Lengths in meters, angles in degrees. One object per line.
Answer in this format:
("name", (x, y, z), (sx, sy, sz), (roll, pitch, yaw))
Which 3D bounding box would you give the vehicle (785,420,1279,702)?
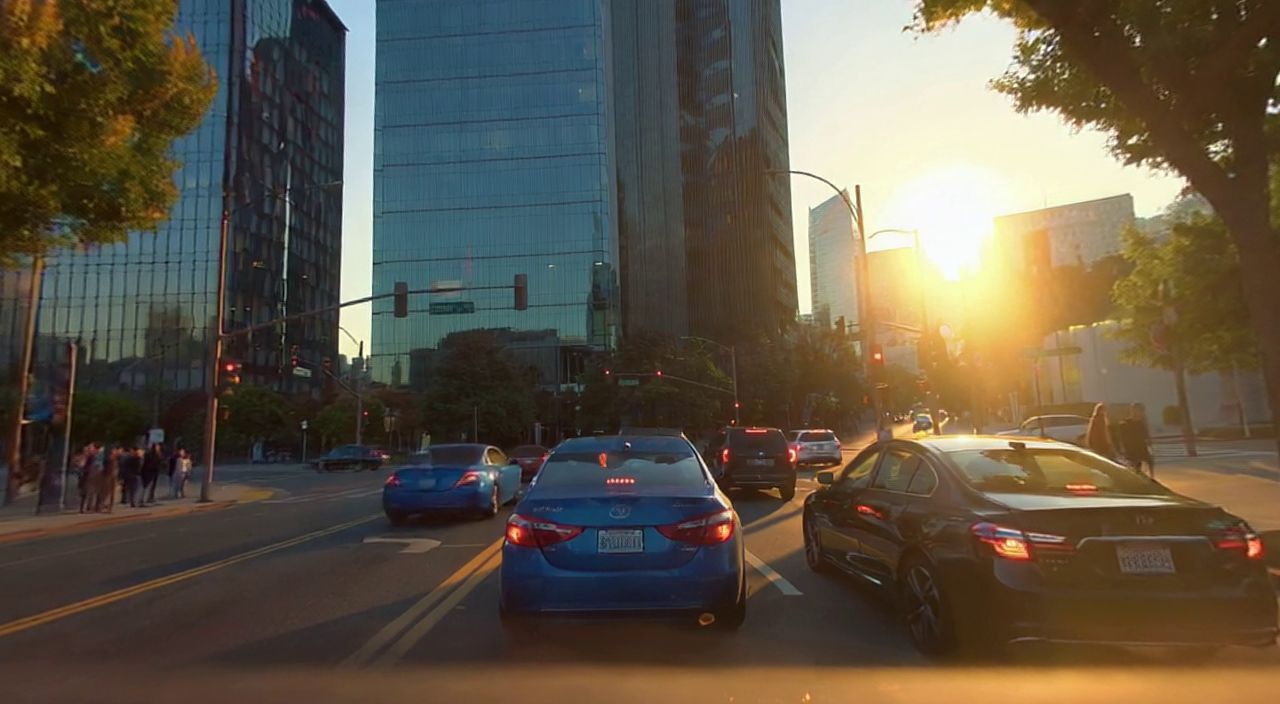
("vehicle", (2.752, 1.406, 5.449), (1.952, 1.464, 4.165), (0, -8, -1))

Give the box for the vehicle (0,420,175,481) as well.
("vehicle", (-28.372, 5.064, 32.363), (6.756, 2.955, 2.367), (0, -8, 0))

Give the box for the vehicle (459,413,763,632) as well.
("vehicle", (-0.268, 1.464, 6.399), (2.072, 1.476, 4.078), (0, -8, -2))

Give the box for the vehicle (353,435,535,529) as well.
("vehicle", (-3.438, 2.359, 12.083), (1.957, 1.427, 4.531), (0, -8, 1))

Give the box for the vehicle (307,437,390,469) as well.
("vehicle", (-17.141, 5.920, 36.950), (4.294, 1.819, 2.043), (-4, -9, 25))
